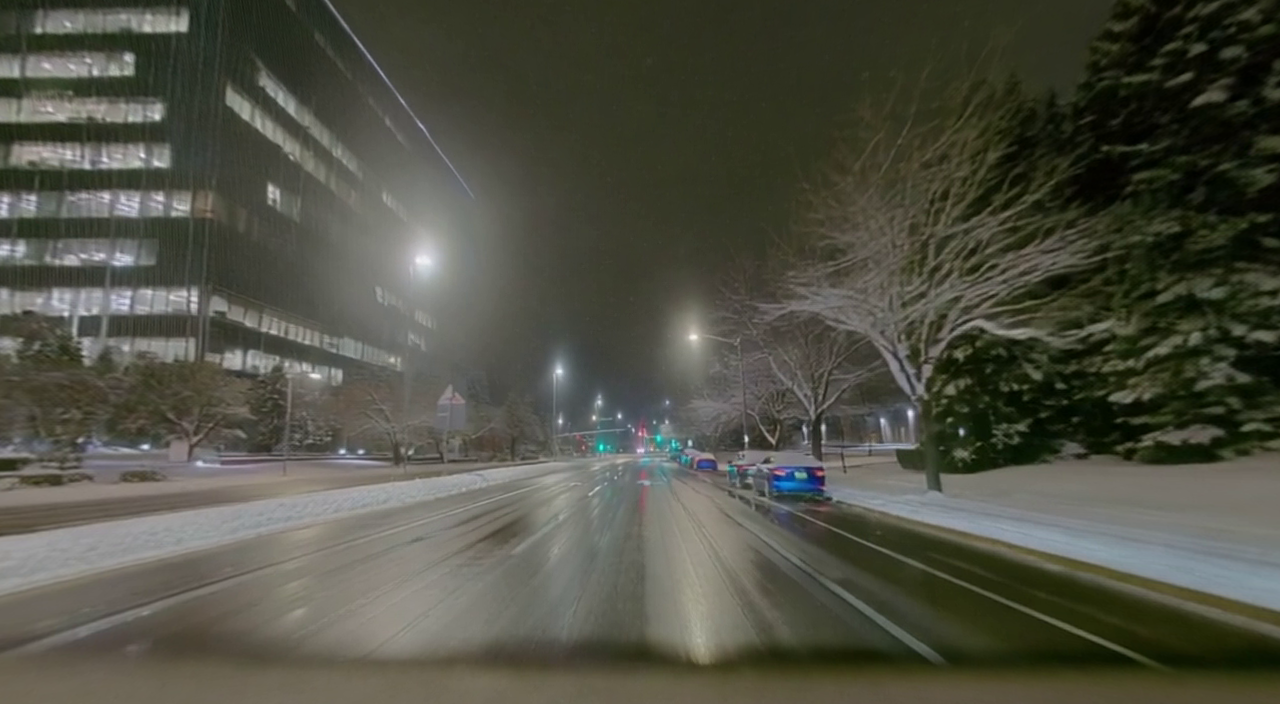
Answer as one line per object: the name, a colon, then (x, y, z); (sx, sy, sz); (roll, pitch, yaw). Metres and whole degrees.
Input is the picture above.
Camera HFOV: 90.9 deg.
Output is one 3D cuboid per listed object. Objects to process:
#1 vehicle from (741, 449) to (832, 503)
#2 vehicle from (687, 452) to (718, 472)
vehicle: (4.654, 3.979, 20.741); (1.909, 1.503, 4.368); (0, -8, 0)
vehicle: (4.844, 8.580, 49.264); (1.872, 1.420, 4.201); (0, -8, -1)
